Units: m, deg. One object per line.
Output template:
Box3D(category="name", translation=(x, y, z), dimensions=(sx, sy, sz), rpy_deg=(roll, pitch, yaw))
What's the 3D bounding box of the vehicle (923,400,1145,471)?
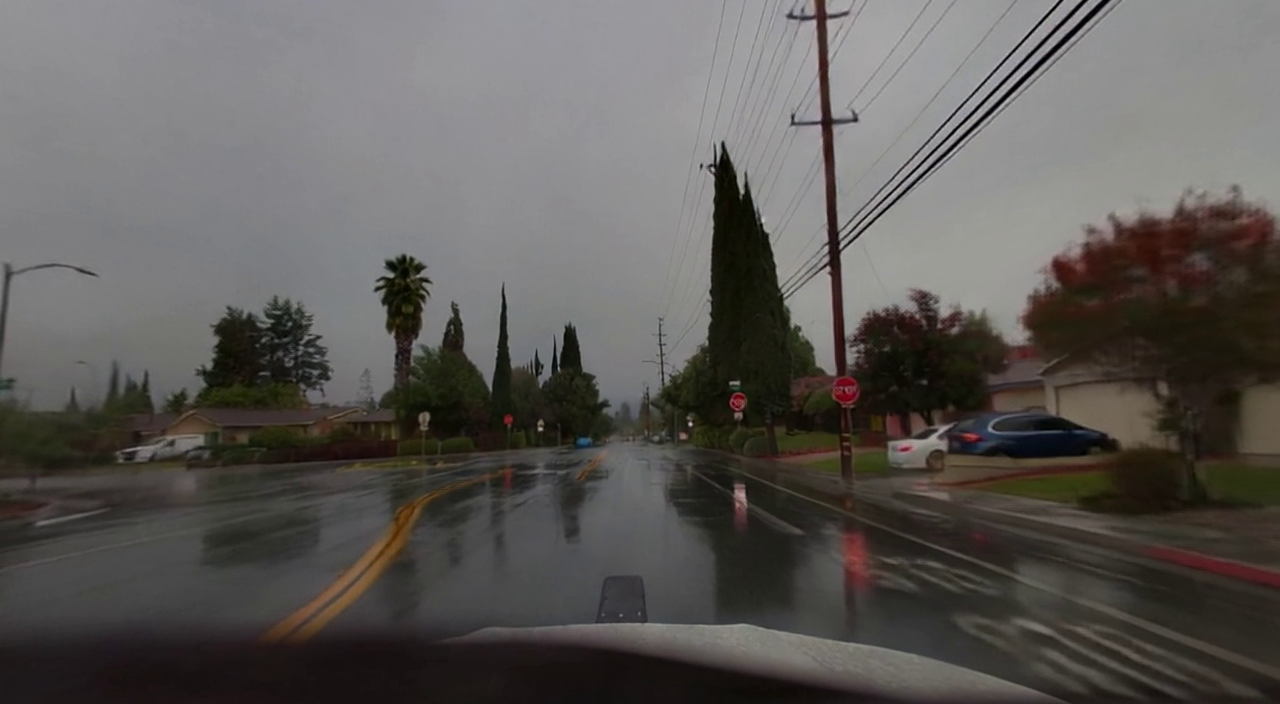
Box3D(category="vehicle", translation=(10.572, 2.311, 17.319), dimensions=(4.544, 1.807, 2.204), rpy_deg=(-1, -9, 3))
